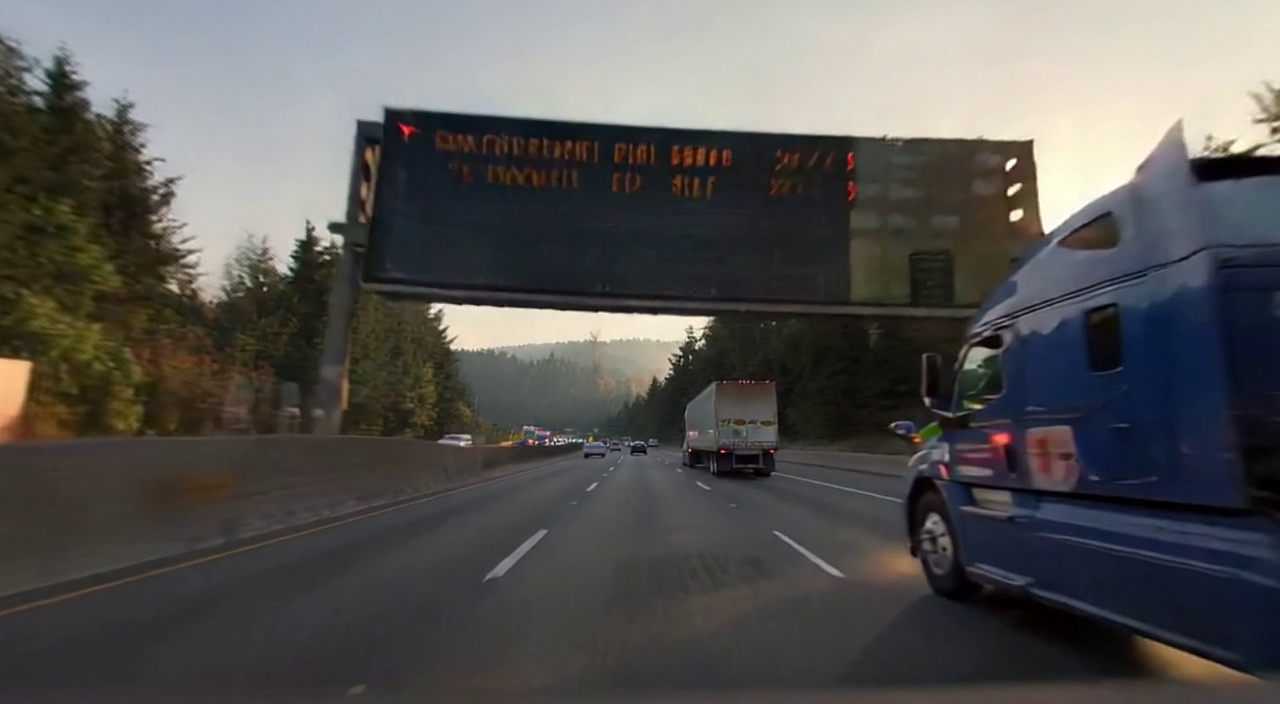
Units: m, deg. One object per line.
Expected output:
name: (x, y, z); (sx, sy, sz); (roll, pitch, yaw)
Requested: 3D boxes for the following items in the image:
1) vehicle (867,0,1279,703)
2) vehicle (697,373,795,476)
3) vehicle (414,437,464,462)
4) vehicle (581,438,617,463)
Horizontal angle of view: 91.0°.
vehicle: (3.694, -0.408, 3.566); (2.937, 4.134, 4.689); (-1, -7, 1)
vehicle: (4.556, 3.413, 29.264); (3.085, 4.062, 8.965); (0, -7, 1)
vehicle: (-12.484, 6.083, 39.294); (1.834, 1.441, 3.603); (-1, -8, 1)
vehicle: (-2.865, 6.966, 44.705); (2.206, 1.644, 4.027); (-1, -8, 1)
